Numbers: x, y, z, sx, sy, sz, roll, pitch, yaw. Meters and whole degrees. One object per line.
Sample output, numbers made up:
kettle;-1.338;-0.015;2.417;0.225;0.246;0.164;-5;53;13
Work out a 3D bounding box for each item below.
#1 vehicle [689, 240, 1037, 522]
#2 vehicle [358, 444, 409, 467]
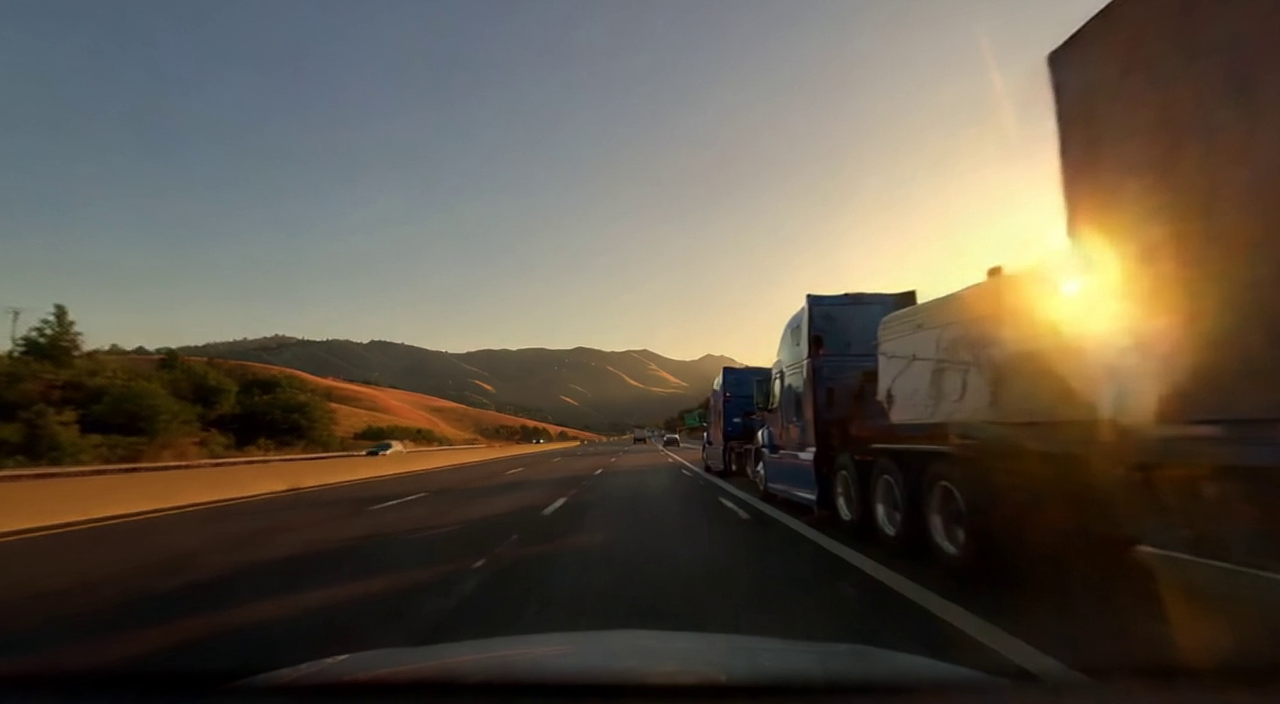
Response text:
vehicle;3.326;1.155;14.228;3.446;3.698;12.089;0;-8;0
vehicle;-18.436;7.455;45.407;1.813;1.492;4.413;0;-8;0
